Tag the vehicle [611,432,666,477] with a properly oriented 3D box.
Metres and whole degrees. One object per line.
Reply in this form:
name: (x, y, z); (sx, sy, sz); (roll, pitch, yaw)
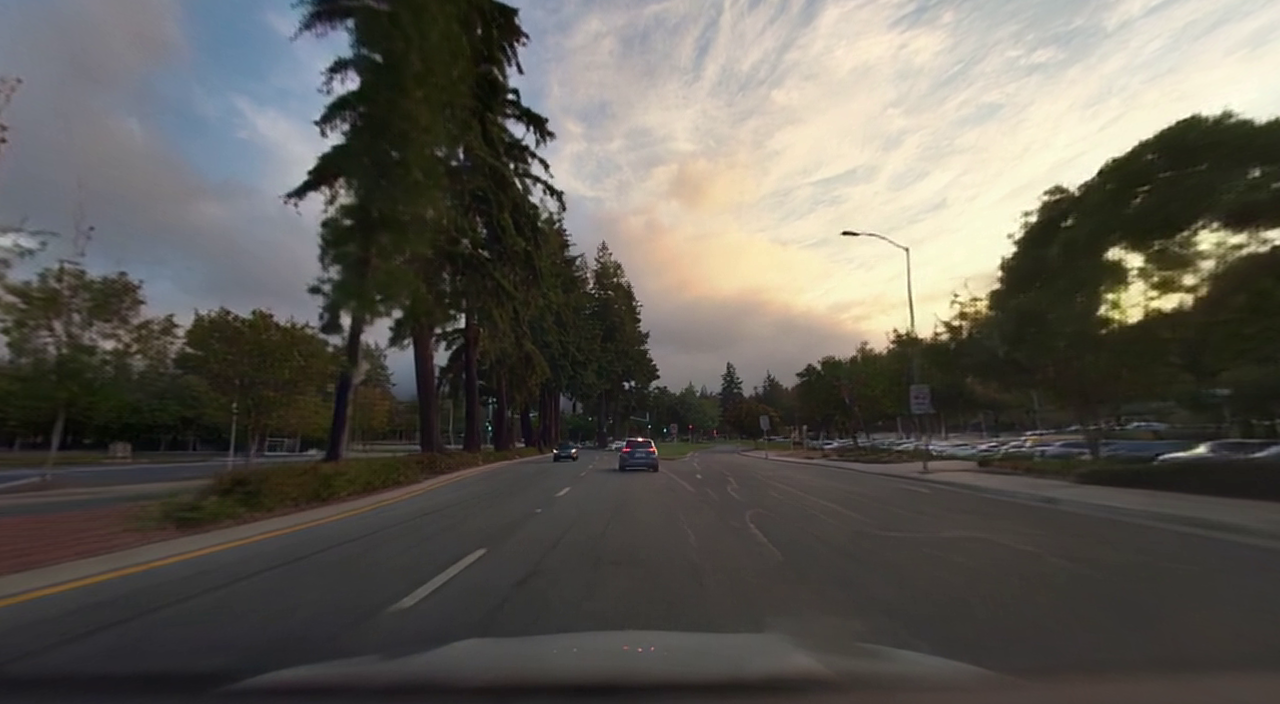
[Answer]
vehicle: (-0.114, 4.258, 26.295); (2.135, 1.691, 3.884); (0, -9, -1)
